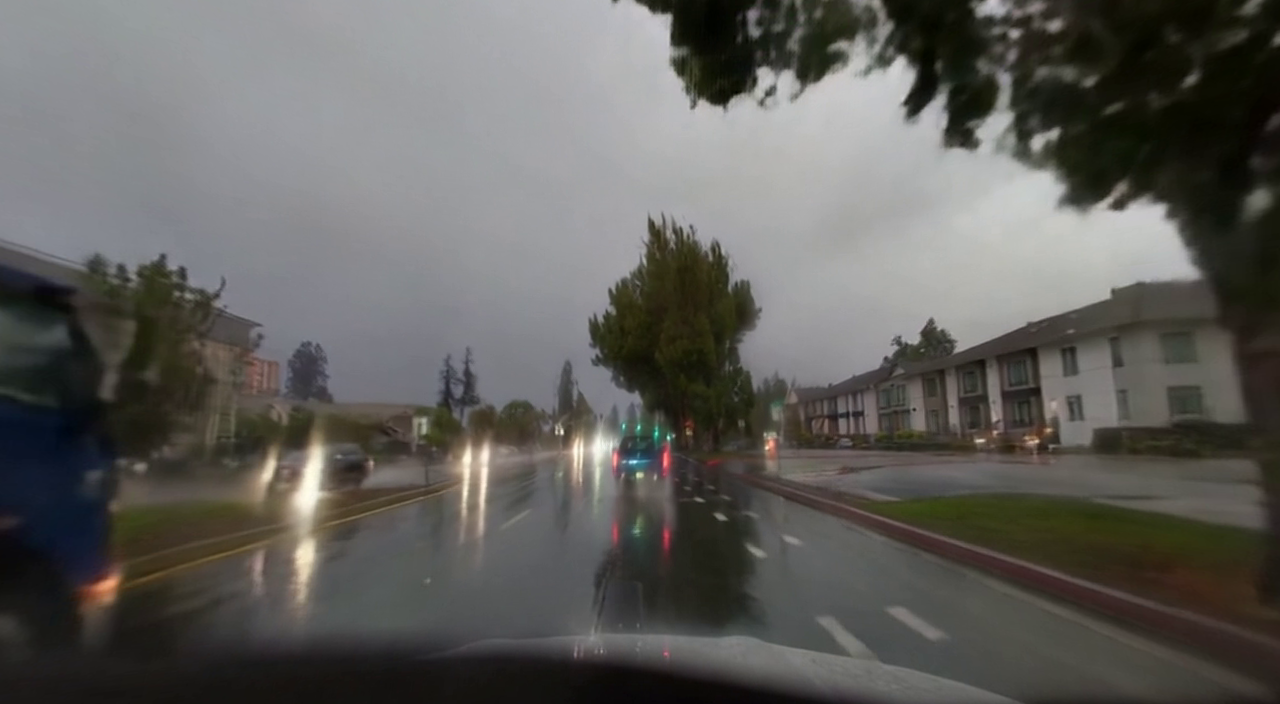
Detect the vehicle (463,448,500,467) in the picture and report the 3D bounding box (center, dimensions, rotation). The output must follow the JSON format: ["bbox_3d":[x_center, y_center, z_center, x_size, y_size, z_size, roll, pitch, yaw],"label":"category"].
[{"bbox_3d":[-12.169,8.110,48.861,1.797,1.364,4.169,0,-8,0],"label":"vehicle"}]

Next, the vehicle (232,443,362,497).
[{"bbox_3d":[-12.091,4.124,22.685,2.143,1.711,4.477,0,-8,0],"label":"vehicle"}]

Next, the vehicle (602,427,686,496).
[{"bbox_3d":[0.075,3.007,17.644,2.094,1.682,3.866,0,-8,-1],"label":"vehicle"}]
